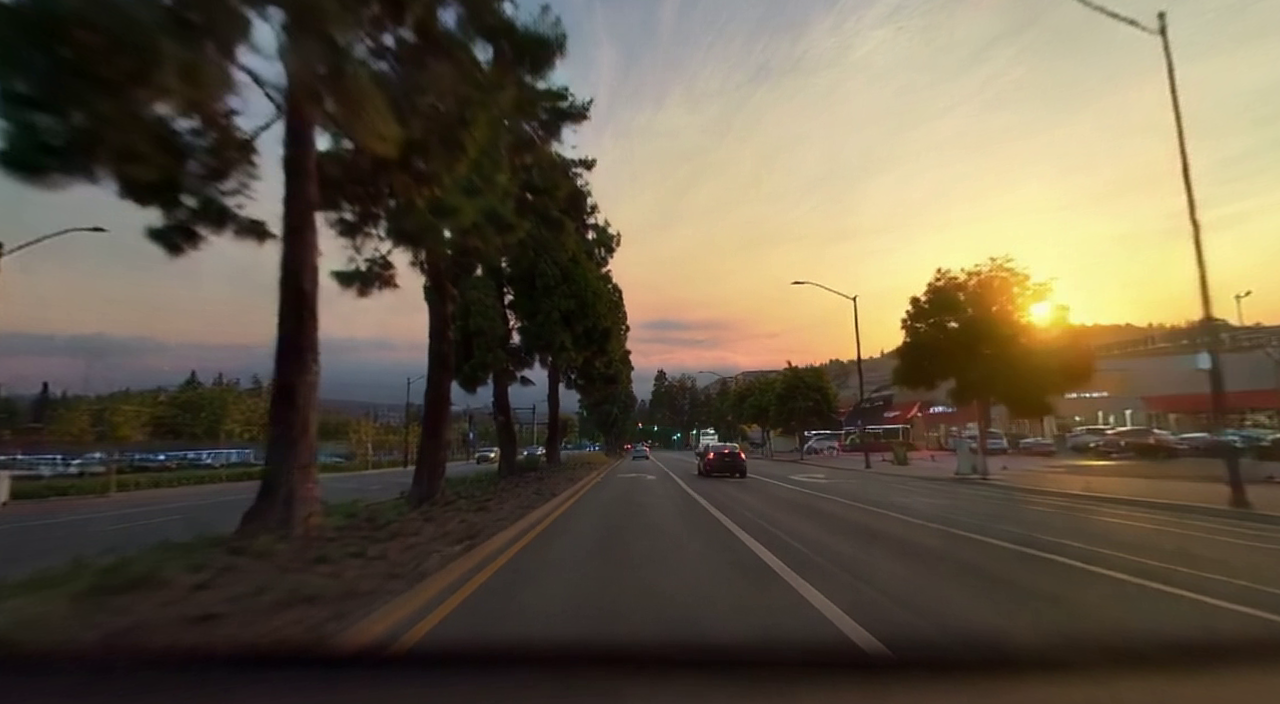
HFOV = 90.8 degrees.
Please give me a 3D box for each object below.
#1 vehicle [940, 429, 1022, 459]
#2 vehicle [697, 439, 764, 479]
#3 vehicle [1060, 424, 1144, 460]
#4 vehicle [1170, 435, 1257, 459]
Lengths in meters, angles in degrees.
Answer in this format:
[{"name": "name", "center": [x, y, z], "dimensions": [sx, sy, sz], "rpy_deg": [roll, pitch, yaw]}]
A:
[{"name": "vehicle", "center": [23.922, 6.473, 44.371], "dimensions": [4.534, 1.730, 1.942], "rpy_deg": [-13, -14, 41]}, {"name": "vehicle", "center": [3.595, 4.343, 25.880], "dimensions": [1.983, 1.482, 4.463], "rpy_deg": [0, -9, -2]}, {"name": "vehicle", "center": [28.783, 5.647, 39.591], "dimensions": [2.501, 2.045, 5.267], "rpy_deg": [-2, -9, 17]}, {"name": "vehicle", "center": [35.987, 5.980, 39.778], "dimensions": [1.819, 1.436, 4.046], "rpy_deg": [-1, -9, 5]}]
